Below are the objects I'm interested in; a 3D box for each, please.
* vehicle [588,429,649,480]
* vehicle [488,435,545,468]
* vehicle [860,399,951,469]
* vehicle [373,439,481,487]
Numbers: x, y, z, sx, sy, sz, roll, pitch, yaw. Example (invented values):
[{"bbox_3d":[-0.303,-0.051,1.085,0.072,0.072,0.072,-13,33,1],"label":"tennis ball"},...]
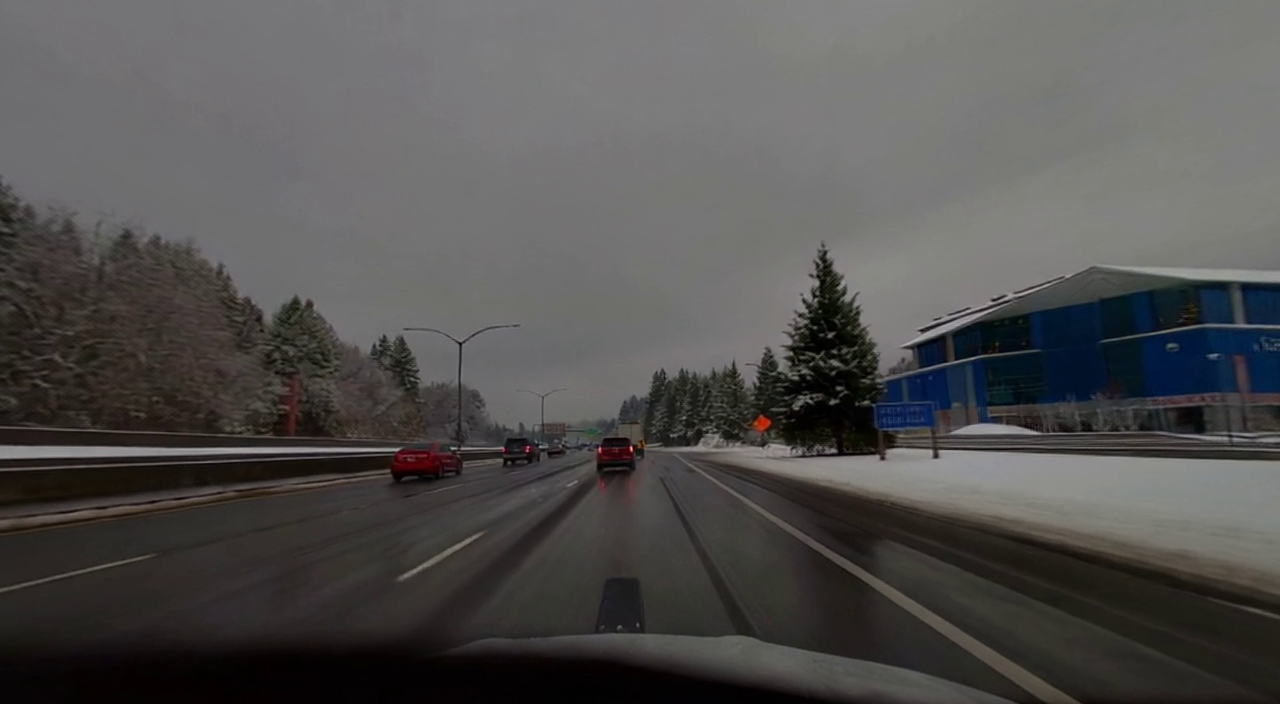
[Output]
[{"bbox_3d":[-0.802,4.170,25.834,2.245,1.863,4.801,0,-8,0],"label":"vehicle"},{"bbox_3d":[-7.620,6.204,39.491,2.328,1.927,5.880,0,-8,0],"label":"vehicle"},{"bbox_3d":[14.367,4.515,34.434,2.879,3.559,4.020,0,-9,-3],"label":"vehicle"},{"bbox_3d":[-7.300,3.830,22.131,2.074,1.495,4.643,0,-8,1],"label":"vehicle"}]
